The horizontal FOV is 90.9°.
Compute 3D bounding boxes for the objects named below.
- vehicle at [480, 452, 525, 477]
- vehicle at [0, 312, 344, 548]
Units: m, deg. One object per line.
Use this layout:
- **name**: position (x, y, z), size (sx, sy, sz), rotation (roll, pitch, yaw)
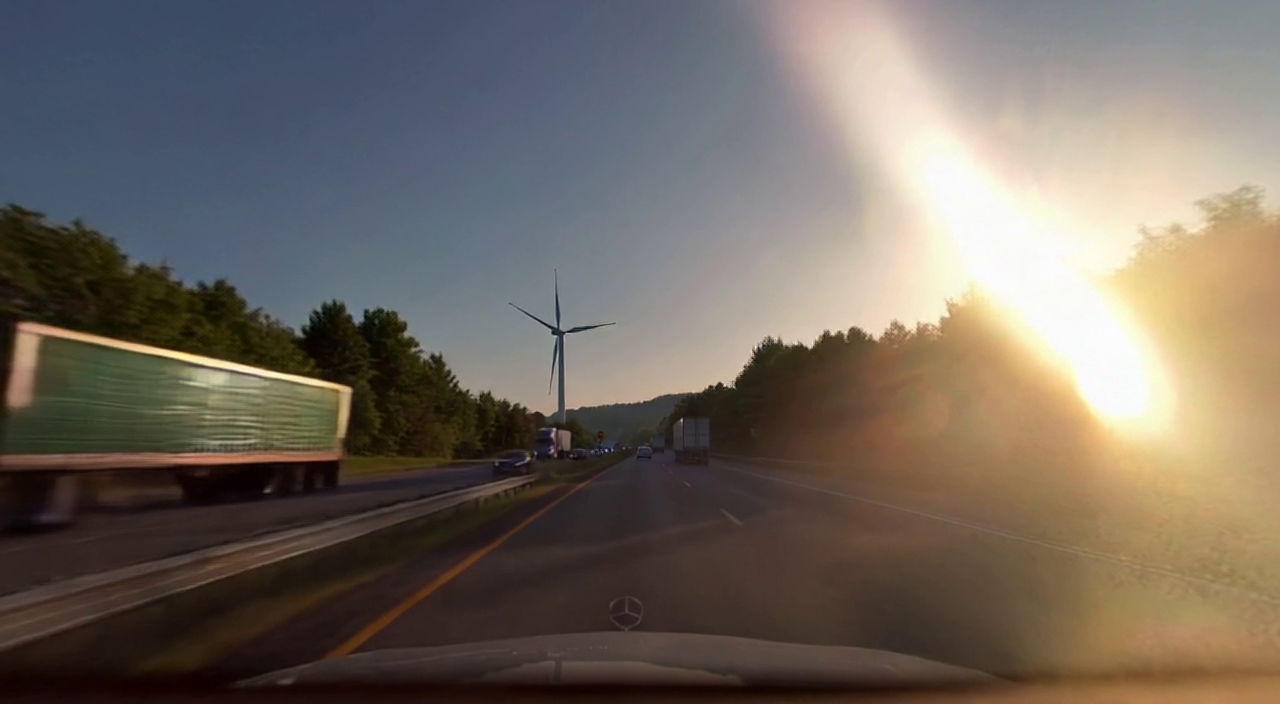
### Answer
- **vehicle**: position (-8.675, 7.098, 40.063), size (1.978, 1.498, 3.712), rotation (0, -9, 1)
- **vehicle**: position (-12.640, 2.231, 16.471), size (2.861, 4.092, 14.124), rotation (0, -9, 0)
